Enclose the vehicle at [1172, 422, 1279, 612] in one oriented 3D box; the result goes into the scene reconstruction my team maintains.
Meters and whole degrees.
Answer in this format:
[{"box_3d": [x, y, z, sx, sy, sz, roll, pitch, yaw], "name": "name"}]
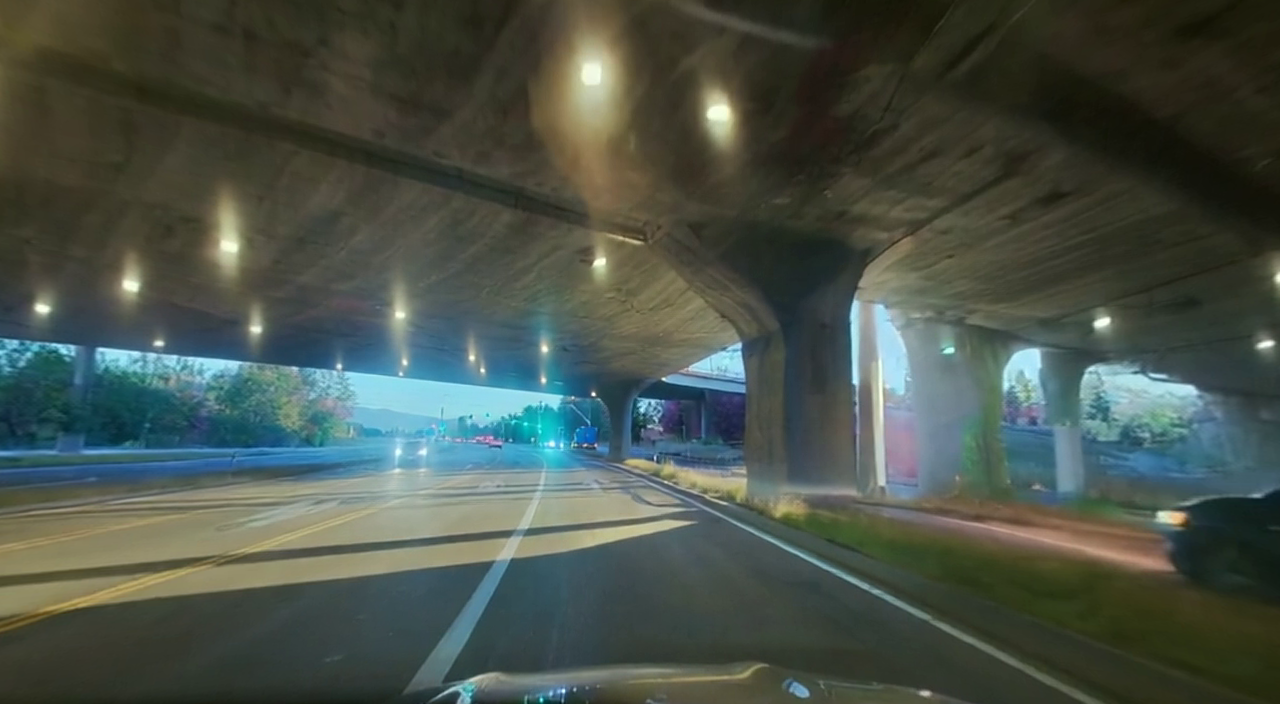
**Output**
[{"box_3d": [6.351, 1.123, 3.717, 2.012, 1.521, 4.663, 0, -8, -6], "name": "vehicle"}]
